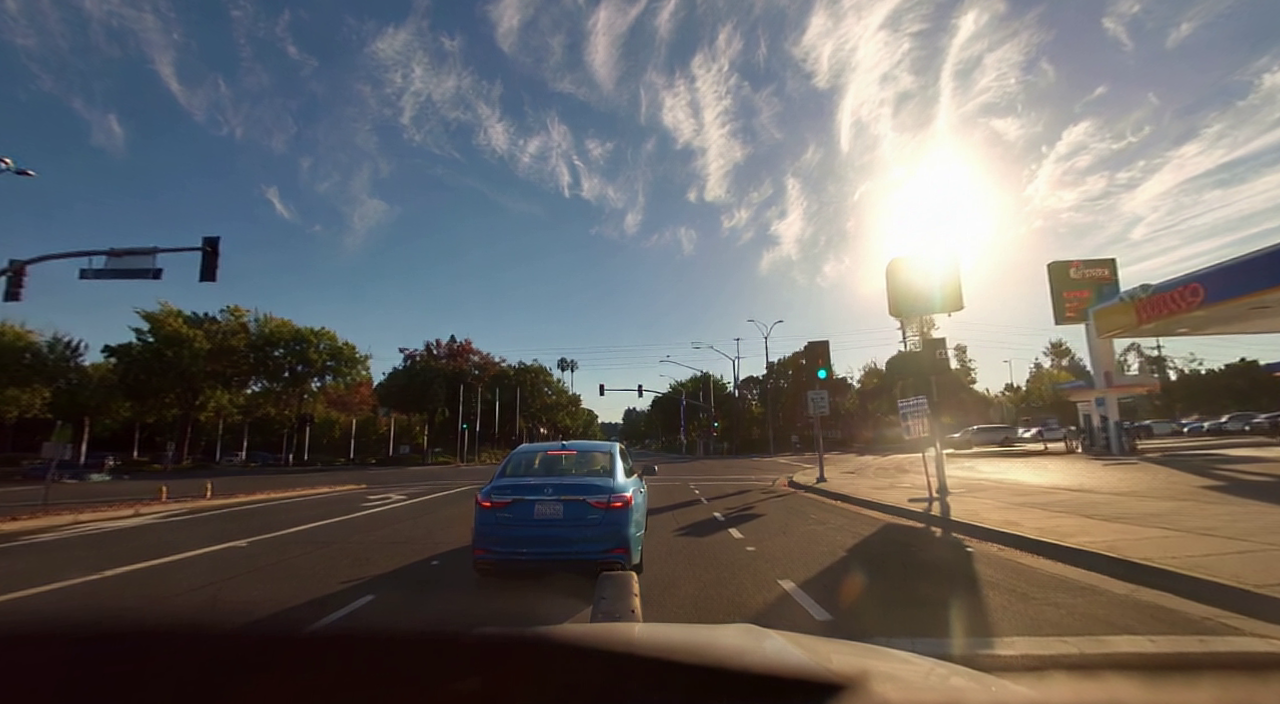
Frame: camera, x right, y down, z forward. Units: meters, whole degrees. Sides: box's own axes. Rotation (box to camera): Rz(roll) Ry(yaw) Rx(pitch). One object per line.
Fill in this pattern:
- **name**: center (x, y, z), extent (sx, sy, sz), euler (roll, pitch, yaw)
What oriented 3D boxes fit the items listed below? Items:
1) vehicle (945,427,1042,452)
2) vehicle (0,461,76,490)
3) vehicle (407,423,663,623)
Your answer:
- **vehicle**: center (22.169, 5.522, 39.749), extent (4.874, 1.502, 2.048), euler (0, -8, 0)
- **vehicle**: center (-35.336, 6.994, 35.964), extent (1.796, 1.440, 4.802), euler (-1, -8, 4)
- **vehicle**: center (-0.741, 1.650, 7.165), extent (1.916, 1.510, 4.447), euler (-1, -8, 3)
